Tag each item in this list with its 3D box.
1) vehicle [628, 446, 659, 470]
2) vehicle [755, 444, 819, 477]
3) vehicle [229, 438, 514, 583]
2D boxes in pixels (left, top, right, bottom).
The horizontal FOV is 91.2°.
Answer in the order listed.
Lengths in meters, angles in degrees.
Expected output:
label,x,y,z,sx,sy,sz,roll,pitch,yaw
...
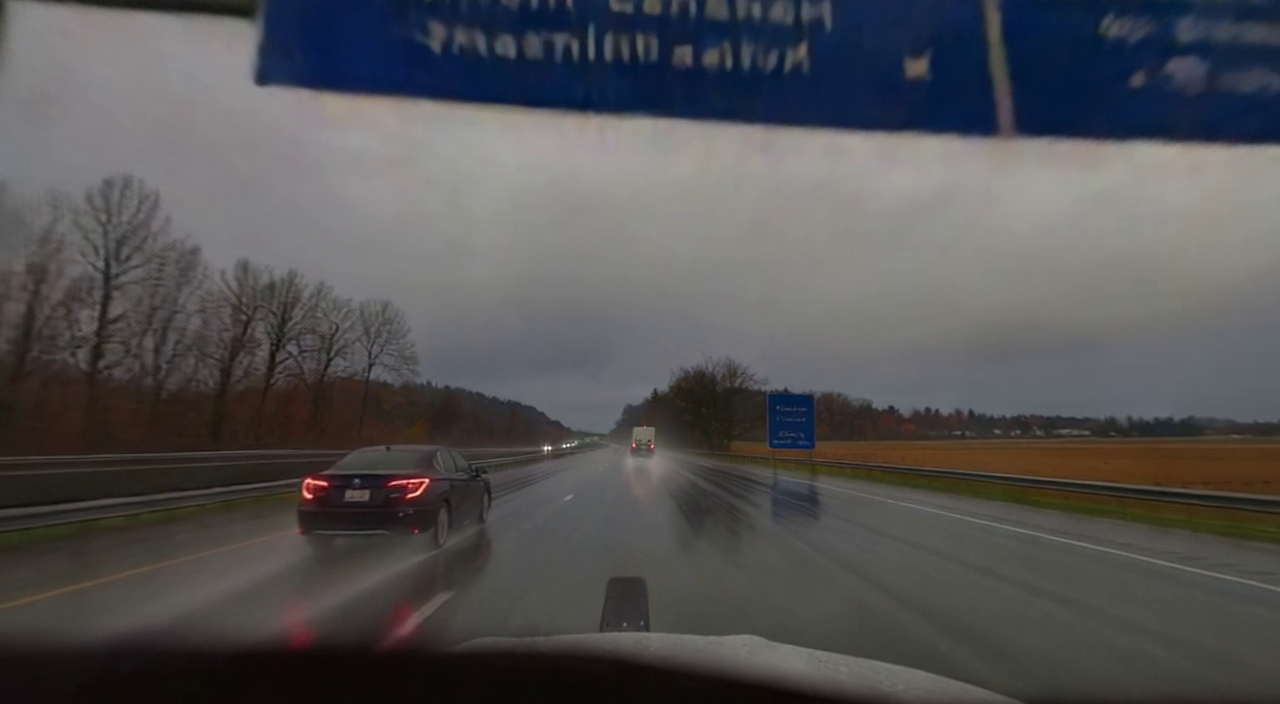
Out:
label,x,y,z,sx,sy,sz,roll,pitch,yaw
vehicle,0.195,6.745,40.166,1.859,1.478,3.799,0,-9,0
vehicle,7.736,5.743,33.632,2.081,1.576,5.604,0,-9,0
vehicle,-3.285,2.004,8.886,2.012,1.500,4.452,0,-9,1
